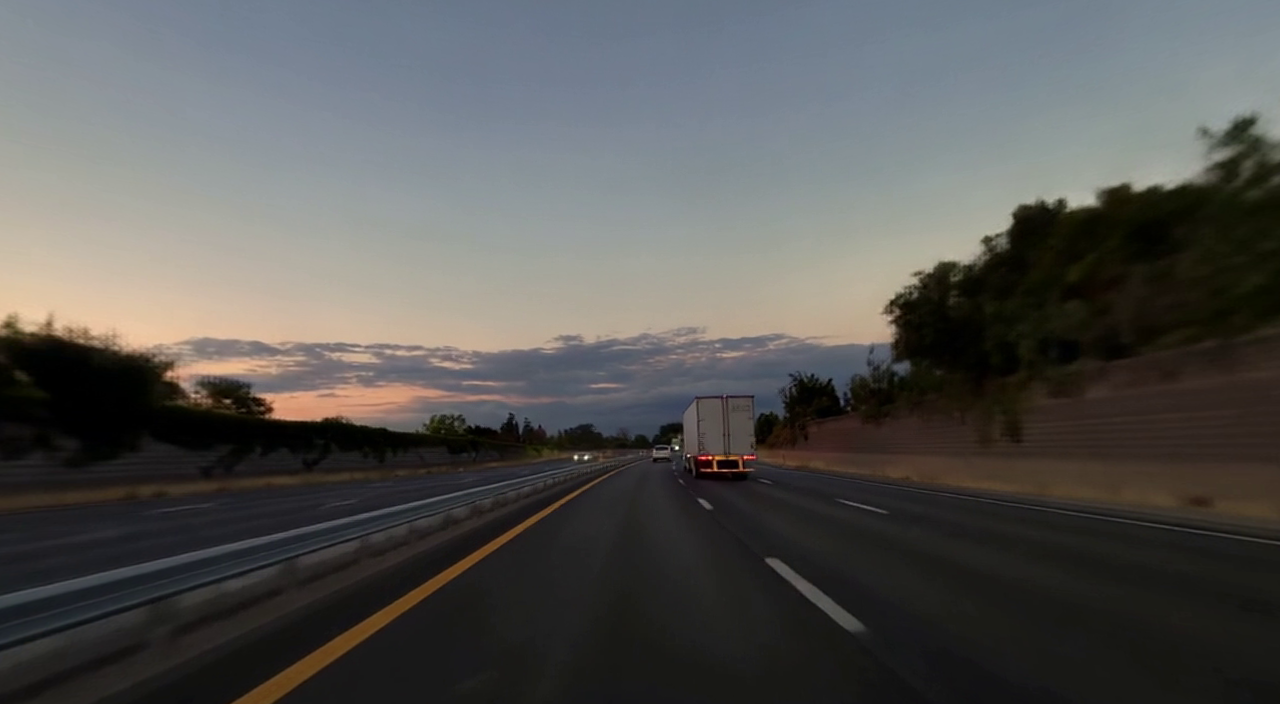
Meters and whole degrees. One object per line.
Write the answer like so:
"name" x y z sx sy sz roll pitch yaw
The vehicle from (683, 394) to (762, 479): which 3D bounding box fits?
"vehicle" 4.358 4.977 36.368 2.965 4.028 12.529 -1 -9 1
